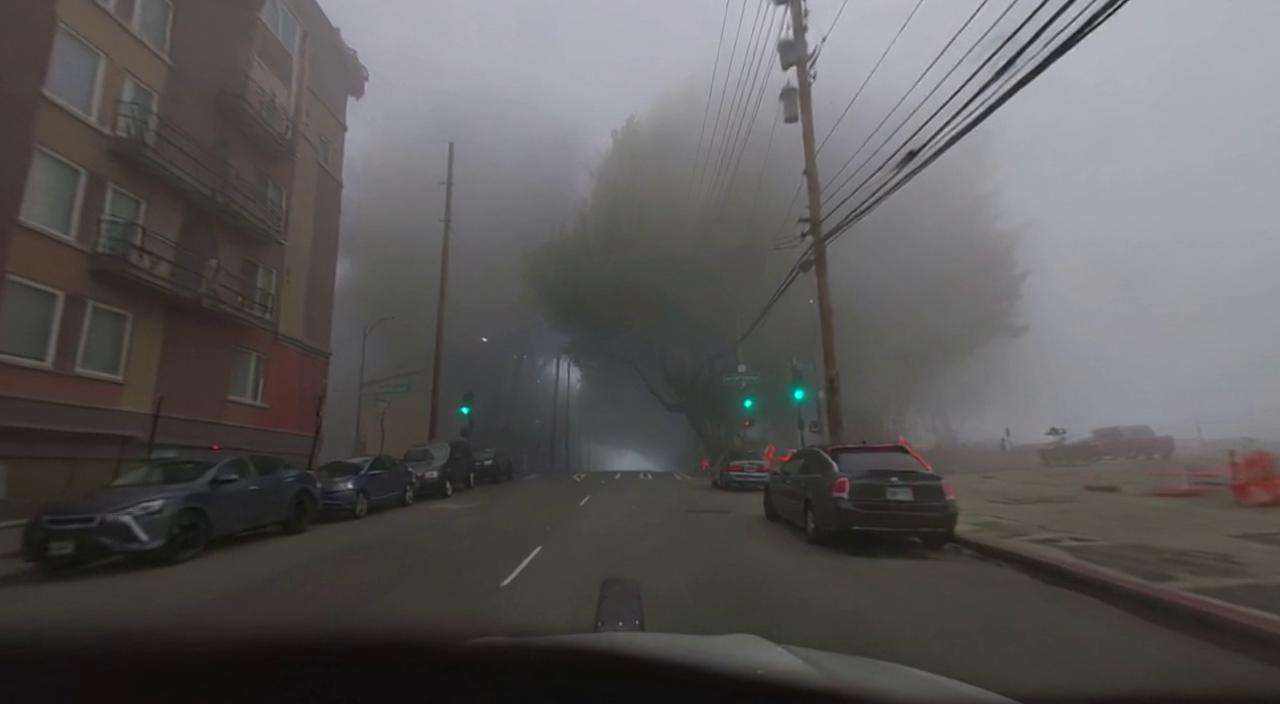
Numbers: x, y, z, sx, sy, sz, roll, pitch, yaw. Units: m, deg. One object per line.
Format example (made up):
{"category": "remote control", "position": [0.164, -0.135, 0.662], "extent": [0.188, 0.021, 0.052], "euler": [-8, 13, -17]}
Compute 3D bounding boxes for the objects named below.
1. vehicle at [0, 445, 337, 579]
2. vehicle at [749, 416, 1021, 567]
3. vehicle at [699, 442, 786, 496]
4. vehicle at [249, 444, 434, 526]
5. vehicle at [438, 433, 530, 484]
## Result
{"category": "vehicle", "position": [-6.426, 2.113, 9.285], "extent": [1.968, 1.450, 4.271], "euler": [0, -8, -3]}
{"category": "vehicle", "position": [3.288, 1.966, 9.906], "extent": [2.141, 1.737, 5.009], "euler": [0, -8, -1]}
{"category": "vehicle", "position": [3.125, 3.620, 20.101], "extent": [1.953, 1.503, 4.137], "euler": [0, -8, -2]}
{"category": "vehicle", "position": [-6.363, 2.829, 14.239], "extent": [1.919, 1.475, 4.833], "euler": [0, -8, -1]}
{"category": "vehicle", "position": [-6.361, 4.412, 26.681], "extent": [2.279, 1.873, 5.912], "euler": [0, -8, 1]}
